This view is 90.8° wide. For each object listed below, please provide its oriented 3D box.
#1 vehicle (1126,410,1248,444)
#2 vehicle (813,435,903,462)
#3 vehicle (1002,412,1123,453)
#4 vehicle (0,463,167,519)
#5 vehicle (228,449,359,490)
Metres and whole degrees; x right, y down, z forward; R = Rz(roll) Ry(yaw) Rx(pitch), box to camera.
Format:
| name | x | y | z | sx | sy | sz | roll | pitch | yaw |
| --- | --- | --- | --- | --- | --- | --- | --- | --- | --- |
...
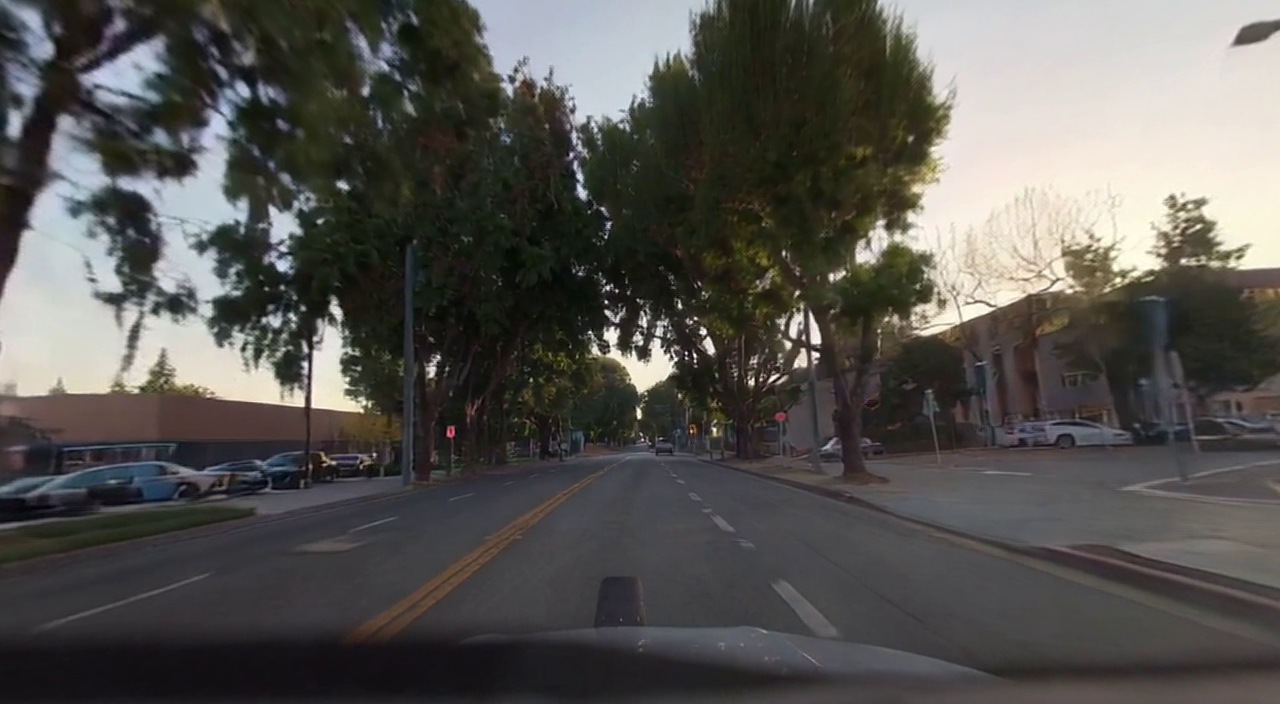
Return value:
| name | x | y | z | sx | sy | sz | roll | pitch | yaw |
| --- | --- | --- | --- | --- | --- | --- | --- | --- | --- |
| vehicle | 32.269 | 4.468 | 37.382 | 5.318 | 1.849 | 2.058 | 0 | -9 | -2 |
| vehicle | 12.136 | 5.398 | 35.420 | 4.404 | 1.445 | 1.844 | -2 | -9 | 8 |
| vehicle | 24.968 | 4.811 | 37.501 | 5.444 | 1.901 | 2.250 | -5 | -8 | 0 |
| vehicle | -15.877 | 3.874 | 17.752 | 3.771 | 1.404 | 1.639 | 0 | -9 | -2 |
| vehicle | -15.289 | 5.189 | 28.044 | 4.579 | 1.701 | 2.033 | -1 | -9 | 1 |
